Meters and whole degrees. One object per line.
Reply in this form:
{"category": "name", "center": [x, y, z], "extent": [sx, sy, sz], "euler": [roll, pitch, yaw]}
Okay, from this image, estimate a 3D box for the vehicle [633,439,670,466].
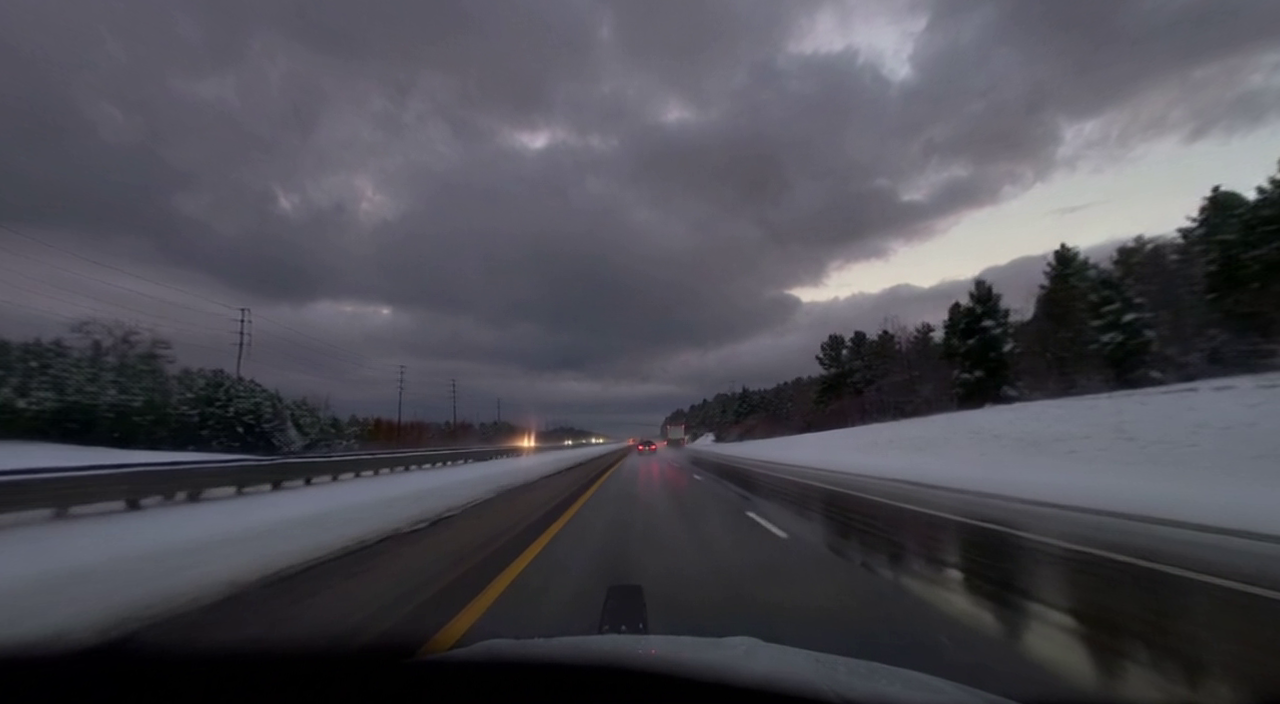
{"category": "vehicle", "center": [0.738, 6.269, 39.404], "extent": [2.192, 1.556, 4.132], "euler": [0, -8, 1]}
